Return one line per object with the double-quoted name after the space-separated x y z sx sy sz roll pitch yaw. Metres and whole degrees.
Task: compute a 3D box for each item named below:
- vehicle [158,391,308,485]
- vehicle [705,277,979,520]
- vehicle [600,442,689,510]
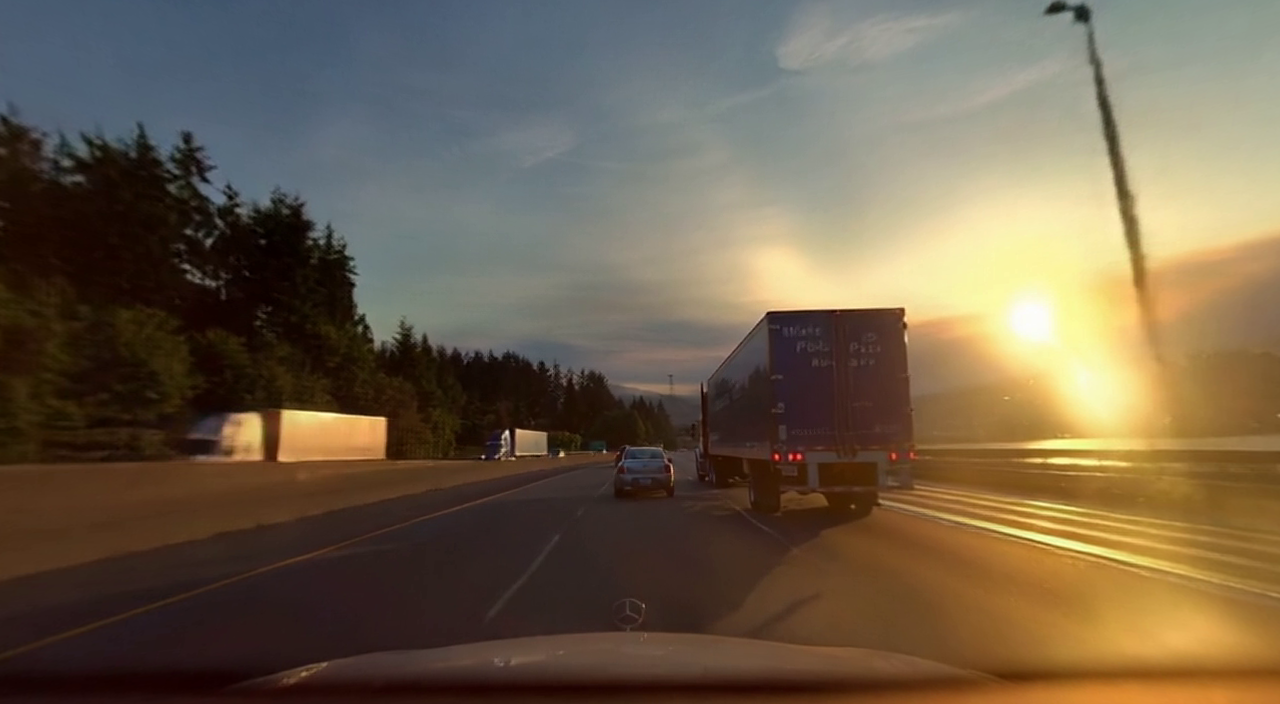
-19.106 4.170 30.166 2.985 3.989 5.913 0 -9 1 "vehicle"
3.970 1.804 17.245 2.960 4.018 13.834 0 -9 0 "vehicle"
0.085 3.221 16.825 2.039 1.532 4.610 0 -9 -1 "vehicle"
